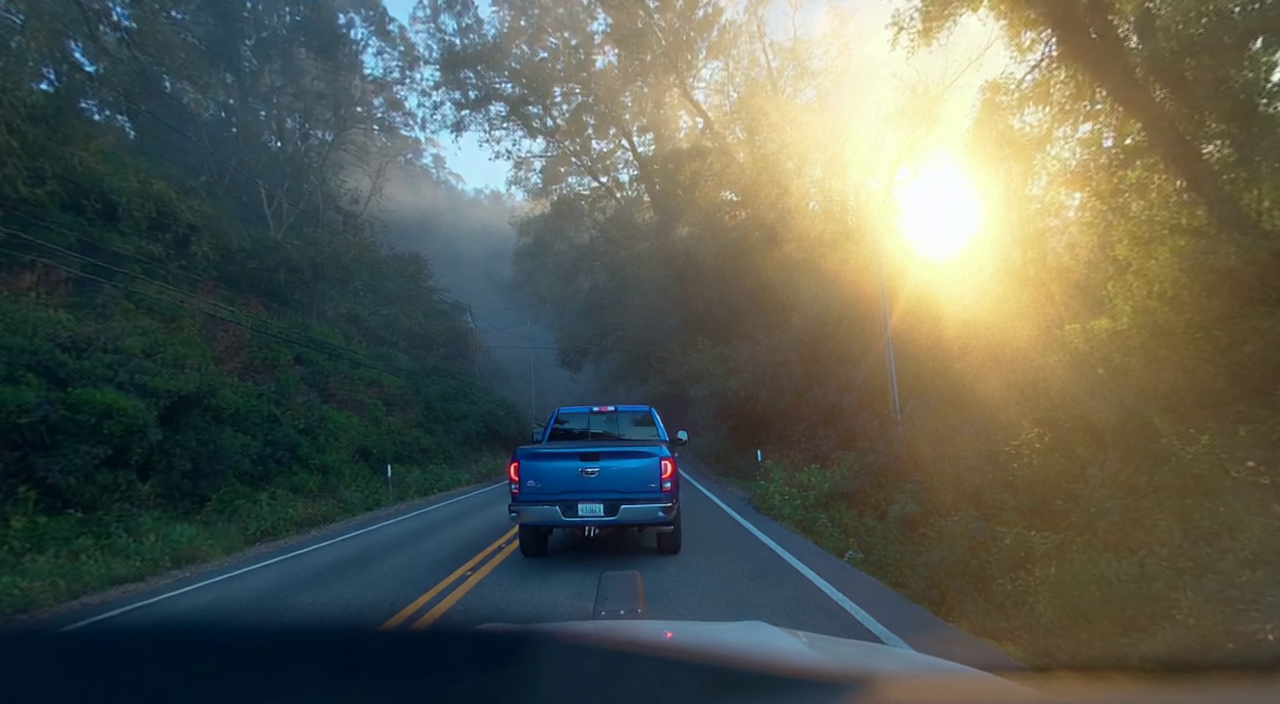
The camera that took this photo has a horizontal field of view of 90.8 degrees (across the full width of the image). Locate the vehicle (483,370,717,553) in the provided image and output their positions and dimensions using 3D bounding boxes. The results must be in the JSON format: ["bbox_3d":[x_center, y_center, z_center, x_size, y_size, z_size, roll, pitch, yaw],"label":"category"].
[{"bbox_3d":[-0.527,1.763,10.727,2.837,2.223,5.885,0,-8,-1],"label":"vehicle"}]
